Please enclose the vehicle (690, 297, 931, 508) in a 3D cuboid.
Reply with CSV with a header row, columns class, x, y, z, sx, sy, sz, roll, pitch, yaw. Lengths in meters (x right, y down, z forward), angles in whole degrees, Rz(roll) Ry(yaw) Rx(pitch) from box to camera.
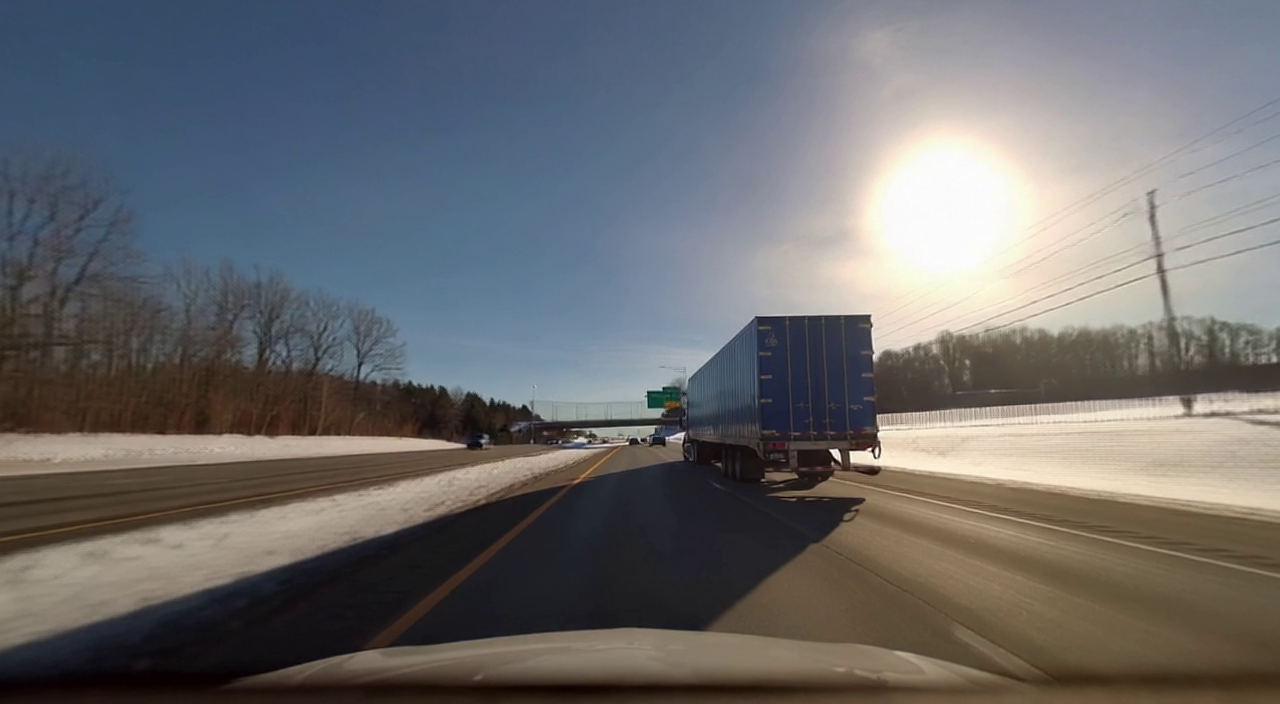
class,x,y,z,sx,sy,sz,roll,pitch,yaw
vehicle,4.105,2.129,21.276,3.203,4.273,17.131,0,-8,-1
